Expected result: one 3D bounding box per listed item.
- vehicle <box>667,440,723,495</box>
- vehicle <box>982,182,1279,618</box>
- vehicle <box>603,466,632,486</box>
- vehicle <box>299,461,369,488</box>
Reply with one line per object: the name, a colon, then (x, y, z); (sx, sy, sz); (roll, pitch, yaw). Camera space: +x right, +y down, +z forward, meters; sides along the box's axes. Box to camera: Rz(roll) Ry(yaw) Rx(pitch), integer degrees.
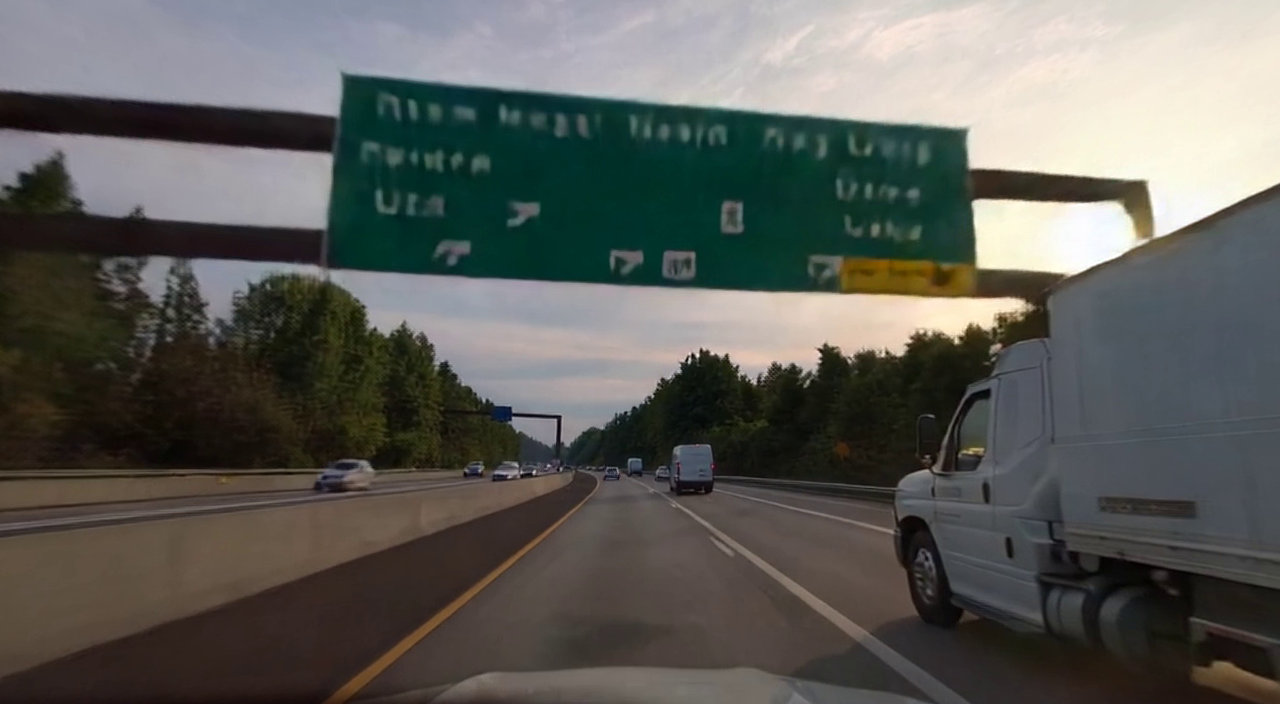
vehicle: (2.844, 6.193, 33.752); (2.291, 2.639, 5.280); (1, -10, -2)
vehicle: (7.570, 0.053, 3.725); (2.866, 4.102, 14.351); (1, -10, -1)
vehicle: (-1.802, 9.768, 49.647); (2.106, 1.524, 4.381); (1, -10, -3)
vehicle: (-17.857, 7.181, 36.941); (1.864, 1.427, 4.621); (1, -10, -1)
